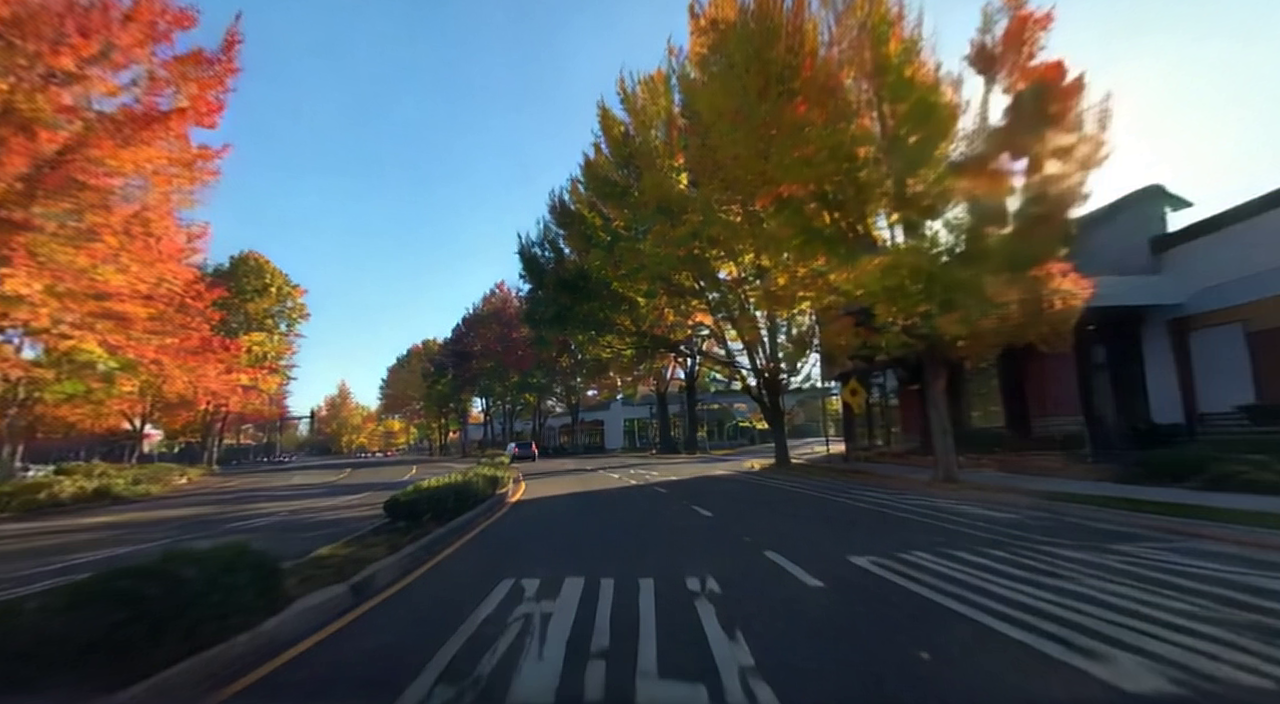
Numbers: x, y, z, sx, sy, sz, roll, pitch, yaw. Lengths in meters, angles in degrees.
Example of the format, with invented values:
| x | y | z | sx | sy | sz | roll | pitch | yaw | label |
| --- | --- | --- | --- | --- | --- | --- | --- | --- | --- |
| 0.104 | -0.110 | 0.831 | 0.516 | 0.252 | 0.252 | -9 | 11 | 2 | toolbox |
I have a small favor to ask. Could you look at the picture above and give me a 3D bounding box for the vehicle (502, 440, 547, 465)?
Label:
| x | y | z | sx | sy | sz | roll | pitch | yaw | label |
| --- | --- | --- | --- | --- | --- | --- | --- | --- | --- |
| -7.582 | 6.533 | 41.080 | 2.018 | 1.512 | 4.304 | 3 | -9 | -22 | vehicle |
